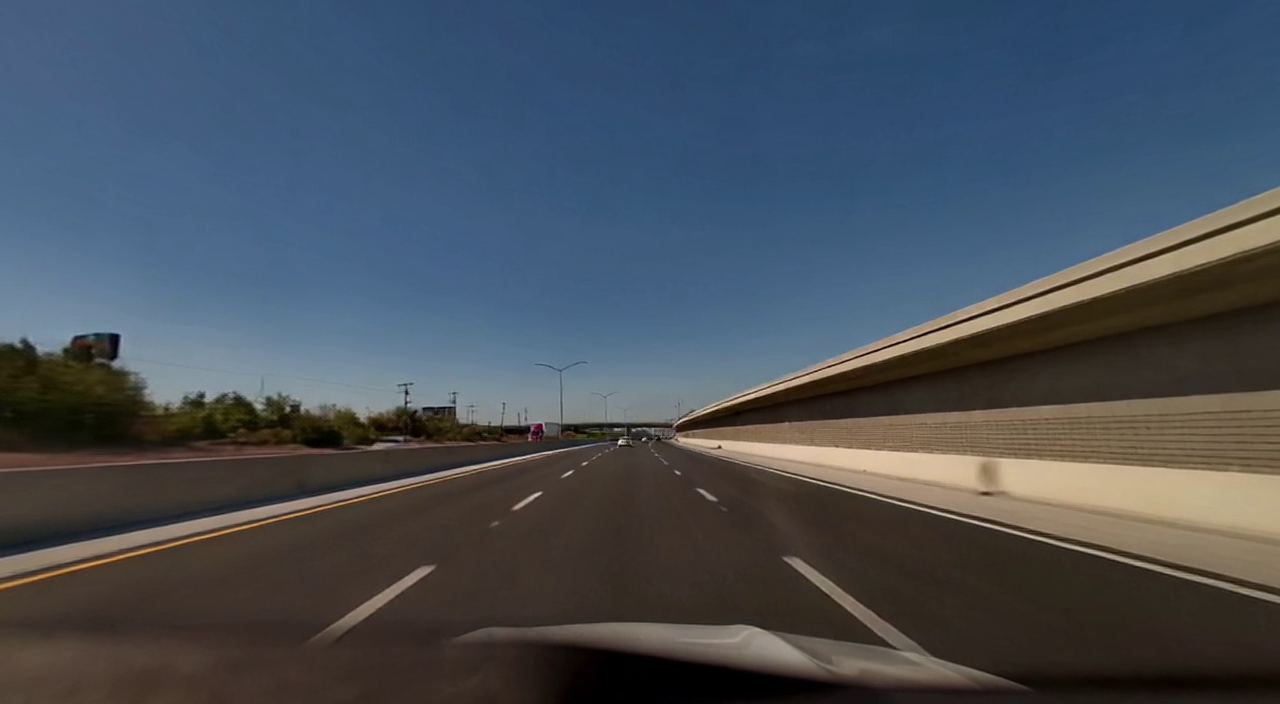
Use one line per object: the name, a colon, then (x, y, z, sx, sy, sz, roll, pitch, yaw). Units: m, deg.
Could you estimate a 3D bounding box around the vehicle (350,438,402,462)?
vehicle: (-16.737, 6.200, 40.079, 1.775, 1.467, 3.649, 0, -8, -1)
